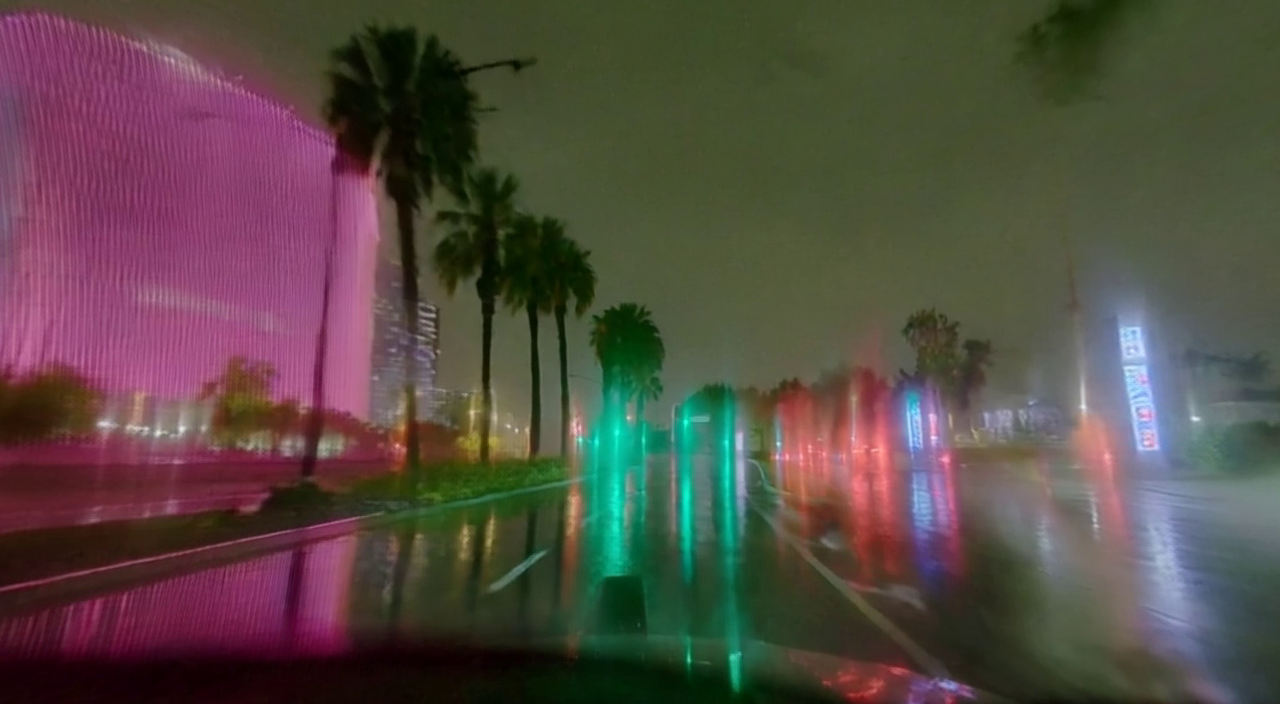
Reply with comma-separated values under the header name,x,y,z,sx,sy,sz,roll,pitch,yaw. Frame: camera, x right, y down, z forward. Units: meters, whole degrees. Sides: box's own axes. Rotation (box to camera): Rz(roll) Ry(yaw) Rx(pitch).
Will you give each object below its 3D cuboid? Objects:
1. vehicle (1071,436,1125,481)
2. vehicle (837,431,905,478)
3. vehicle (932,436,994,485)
name,x,y,z,sx,sy,sz,roll,pitch,yaw
vehicle,33.817,7.929,46.497,2.645,2.817,3.475,-11,-19,37
vehicle,11.628,5.141,31.878,1.813,2.150,3.038,2,-7,-13
vehicle,16.045,5.395,31.408,2.219,2.342,1.744,-1,-10,10
